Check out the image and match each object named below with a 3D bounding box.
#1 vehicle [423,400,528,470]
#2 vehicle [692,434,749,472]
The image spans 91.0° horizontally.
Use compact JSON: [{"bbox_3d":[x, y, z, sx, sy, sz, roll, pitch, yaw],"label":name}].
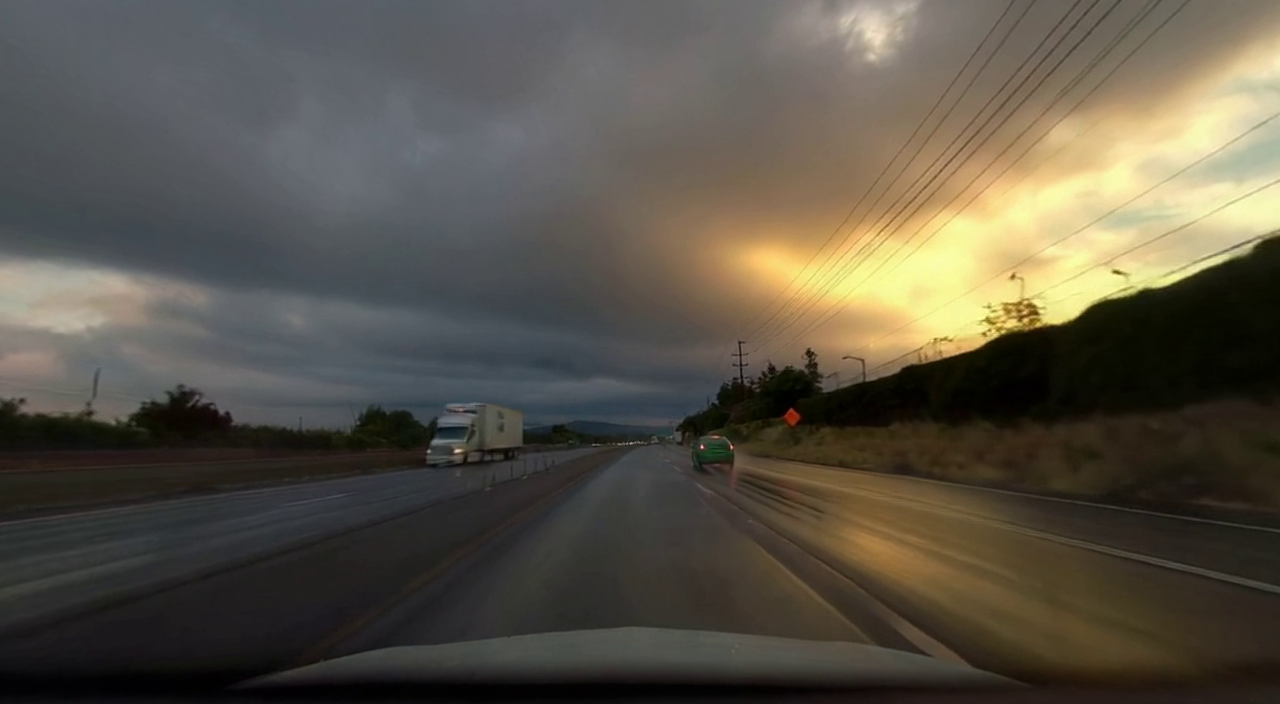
[{"bbox_3d":[-11.201,6.108,45.571,3.267,4.085,16.559,-1,-8,0],"label":"vehicle"},{"bbox_3d":[3.600,4.609,28.911,1.977,1.581,4.428,0,-8,-1],"label":"vehicle"}]
